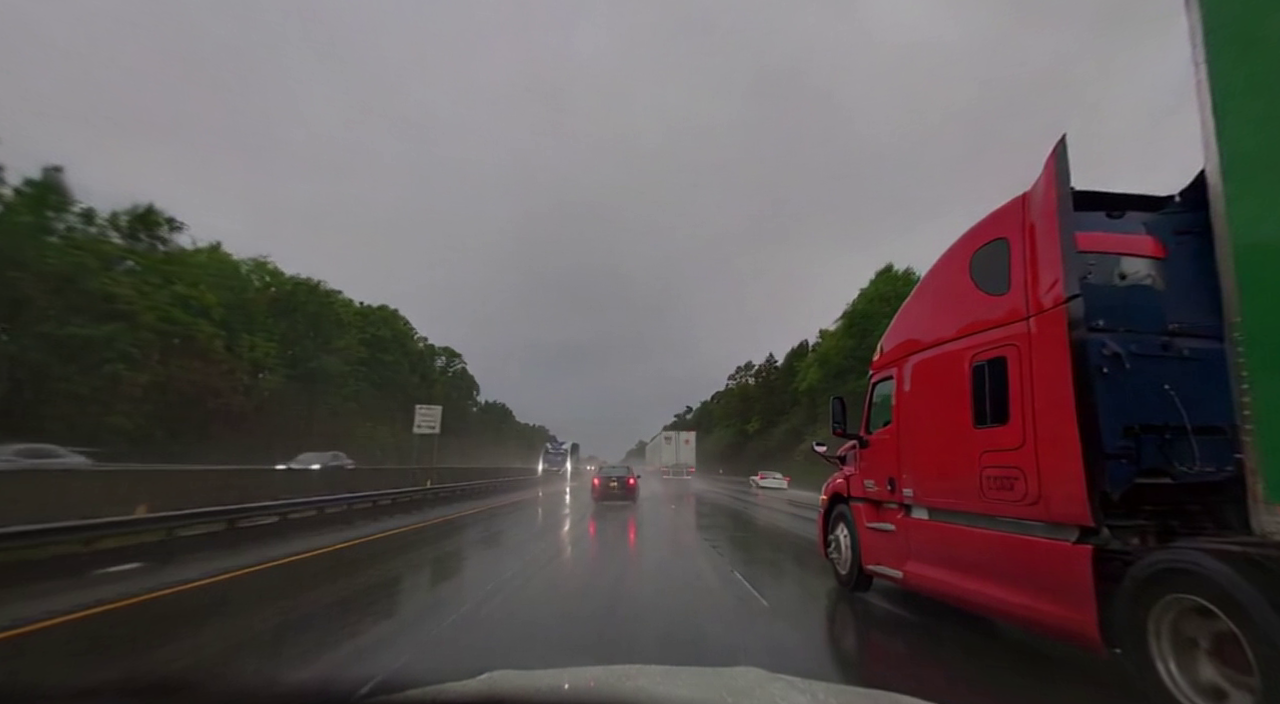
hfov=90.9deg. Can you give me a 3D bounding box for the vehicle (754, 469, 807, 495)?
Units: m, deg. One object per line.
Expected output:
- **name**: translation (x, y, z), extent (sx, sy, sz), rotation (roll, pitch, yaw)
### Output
- **vehicle**: translation (8.949, 8.299, 40.519), extent (1.970, 1.517, 4.765), rotation (2, -11, -5)

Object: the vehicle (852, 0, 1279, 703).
- **vehicle**: translation (3.972, -0.454, 0.249), extent (2.856, 4.040, 14.009), rotation (1, -11, 0)

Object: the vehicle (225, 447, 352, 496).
- **vehicle**: translation (-12.485, 4.315, 22.792), extent (2.009, 1.548, 4.603), rotation (1, -11, -1)

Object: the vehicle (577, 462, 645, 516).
- **vehicle**: translation (-0.904, 4.575, 21.442), extent (2.010, 1.580, 4.949), rotation (1, -10, -1)

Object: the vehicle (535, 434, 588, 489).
- **vehicle**: translation (-5.616, 8.200, 46.780), extent (2.941, 3.604, 9.047), rotation (1, -10, -2)
